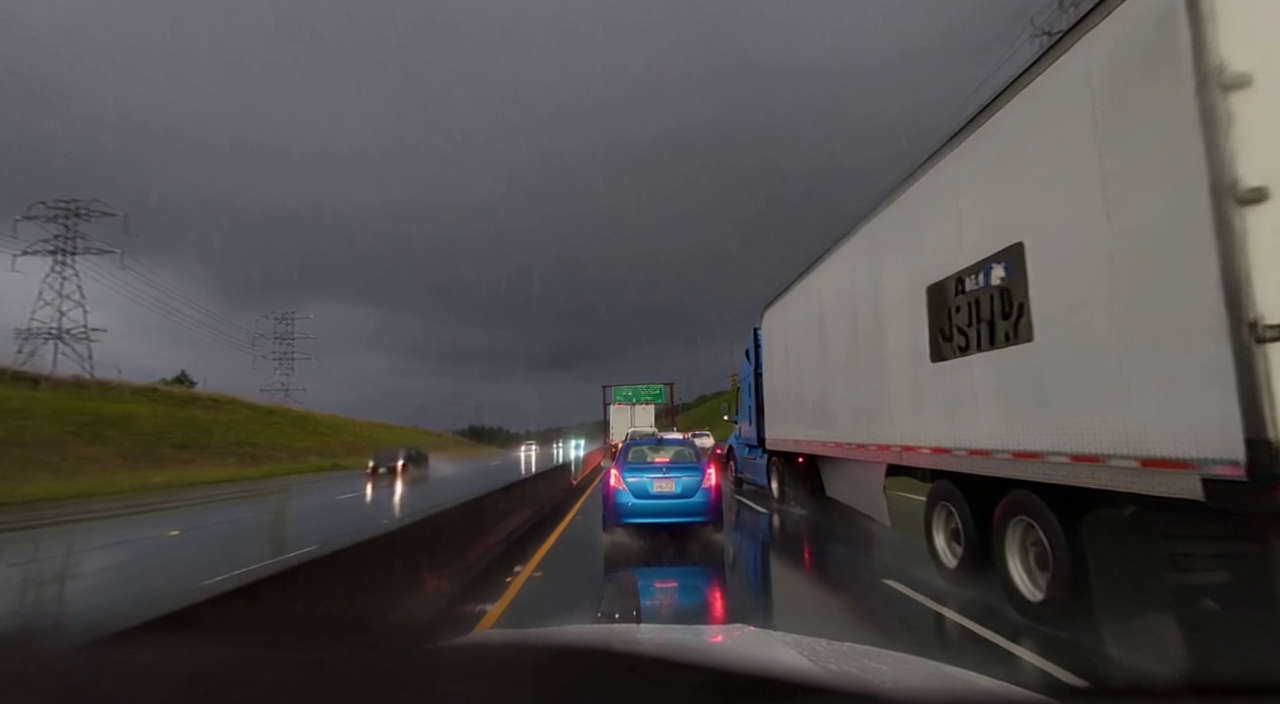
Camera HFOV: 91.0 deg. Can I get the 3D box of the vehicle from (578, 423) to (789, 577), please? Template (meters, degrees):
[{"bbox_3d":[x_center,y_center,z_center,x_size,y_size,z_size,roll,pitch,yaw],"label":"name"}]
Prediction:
[{"bbox_3d":[0.347,1.692,7.951,2.045,1.446,3.597,0,-8,-2],"label":"vehicle"}]

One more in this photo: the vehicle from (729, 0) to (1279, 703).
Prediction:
[{"bbox_3d":[4.205,0.628,9.784,3.138,4.065,14.276,0,-8,-2],"label":"vehicle"}]

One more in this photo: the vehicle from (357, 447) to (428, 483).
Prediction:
[{"bbox_3d":[-11.808,5.404,30.325,1.856,1.559,3.844,-1,-8,0],"label":"vehicle"}]
